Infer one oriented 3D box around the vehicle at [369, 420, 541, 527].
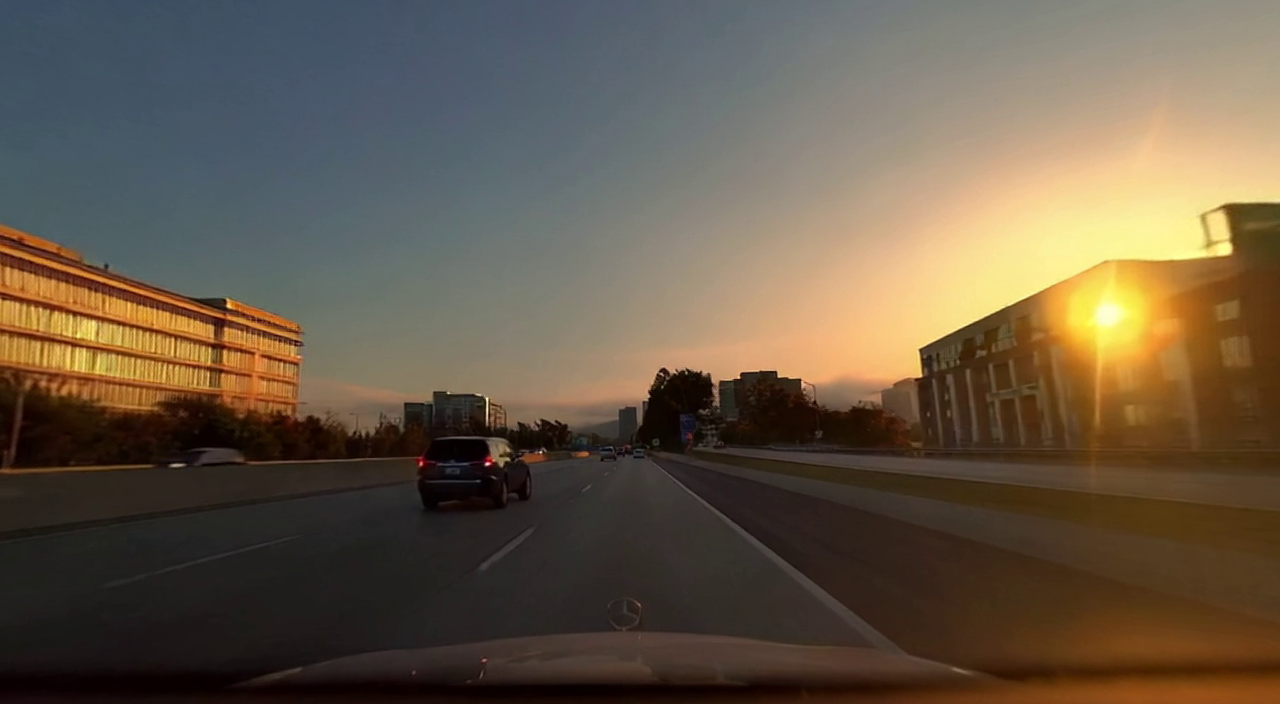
[{"bbox_3d":[-3.586,2.467,13.425,2.145,1.828,4.867,0,-9,0],"label":"vehicle"}]
